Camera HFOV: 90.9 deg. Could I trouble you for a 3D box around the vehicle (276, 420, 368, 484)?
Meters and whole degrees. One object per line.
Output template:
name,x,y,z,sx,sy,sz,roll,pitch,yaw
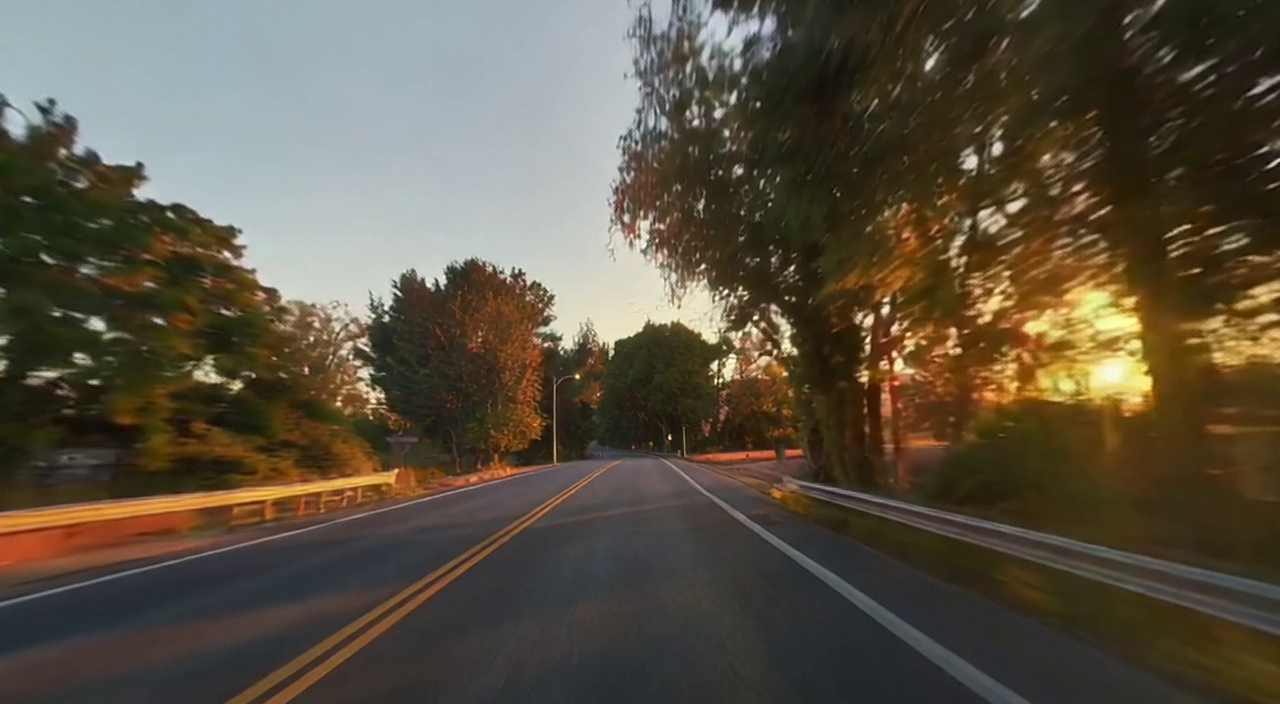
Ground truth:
vehicle,-23.213,7.364,46.590,3.118,4.309,6.820,0,-8,0
